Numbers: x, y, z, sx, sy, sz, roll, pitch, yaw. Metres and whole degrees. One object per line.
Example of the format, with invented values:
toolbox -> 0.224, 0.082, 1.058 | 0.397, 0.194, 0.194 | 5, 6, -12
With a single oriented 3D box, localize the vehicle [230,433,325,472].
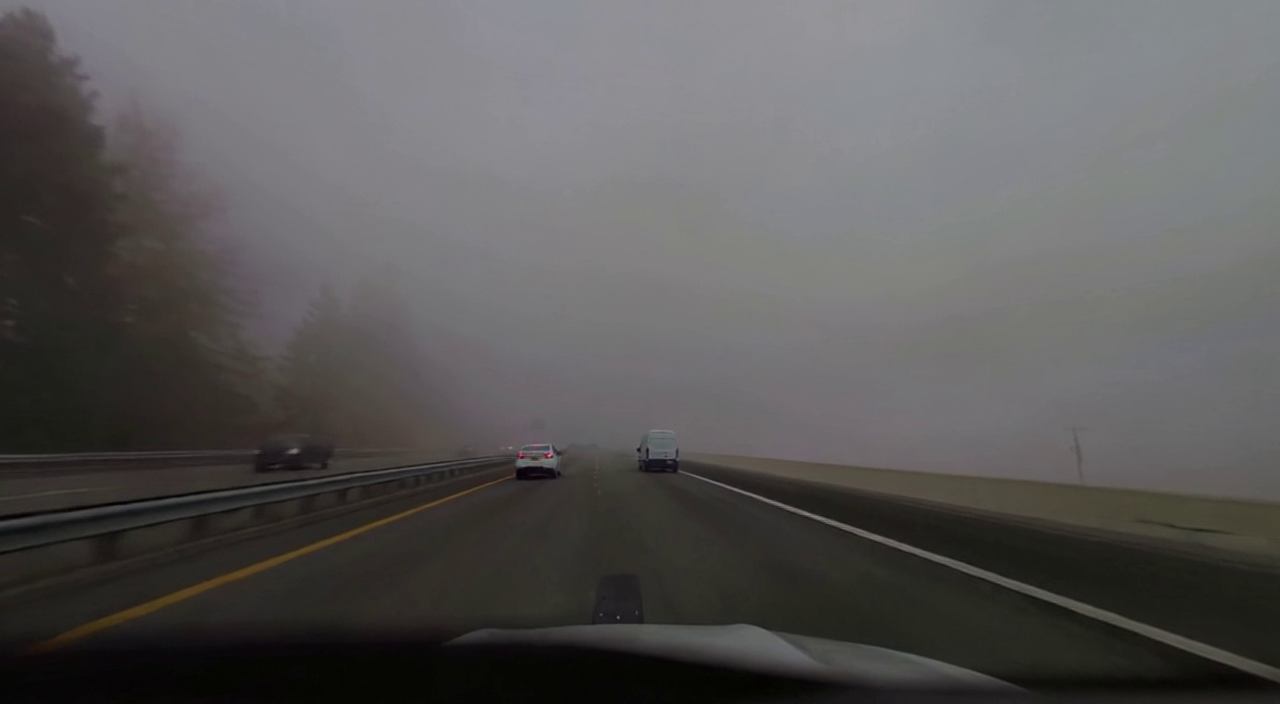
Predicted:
vehicle -> -17.102, 4.769, 29.841 | 2.031, 1.718, 4.506 | 0, -9, -4

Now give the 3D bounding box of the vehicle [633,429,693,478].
vehicle -> 0.903, 4.491, 27.822 | 2.179, 1.930, 4.538 | 0, -9, -4

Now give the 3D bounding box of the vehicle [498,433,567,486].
vehicle -> -3.769, 3.865, 22.689 | 1.963, 1.711, 4.284 | 0, -9, -3
